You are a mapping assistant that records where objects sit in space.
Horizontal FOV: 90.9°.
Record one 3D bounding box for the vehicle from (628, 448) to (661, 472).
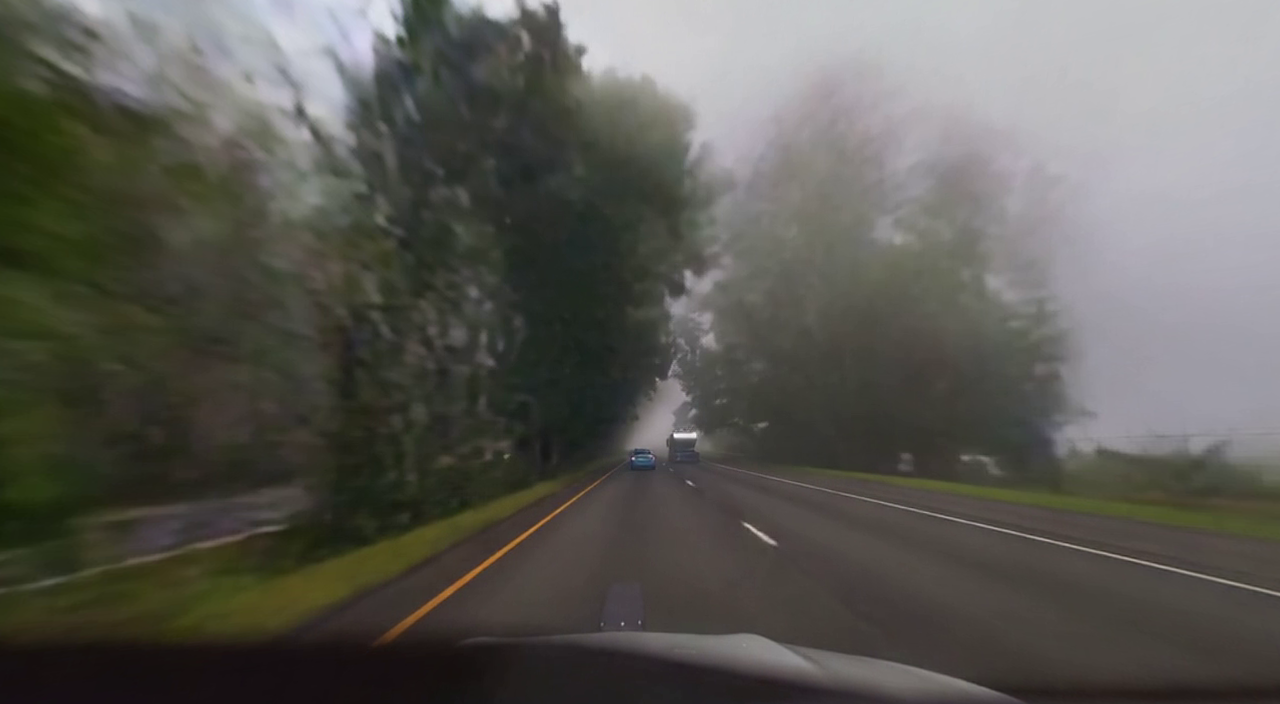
[{"bbox_3d":[0.243,6.574,38.384,1.926,1.386,3.615,0,-9,0],"label":"vehicle"}]
